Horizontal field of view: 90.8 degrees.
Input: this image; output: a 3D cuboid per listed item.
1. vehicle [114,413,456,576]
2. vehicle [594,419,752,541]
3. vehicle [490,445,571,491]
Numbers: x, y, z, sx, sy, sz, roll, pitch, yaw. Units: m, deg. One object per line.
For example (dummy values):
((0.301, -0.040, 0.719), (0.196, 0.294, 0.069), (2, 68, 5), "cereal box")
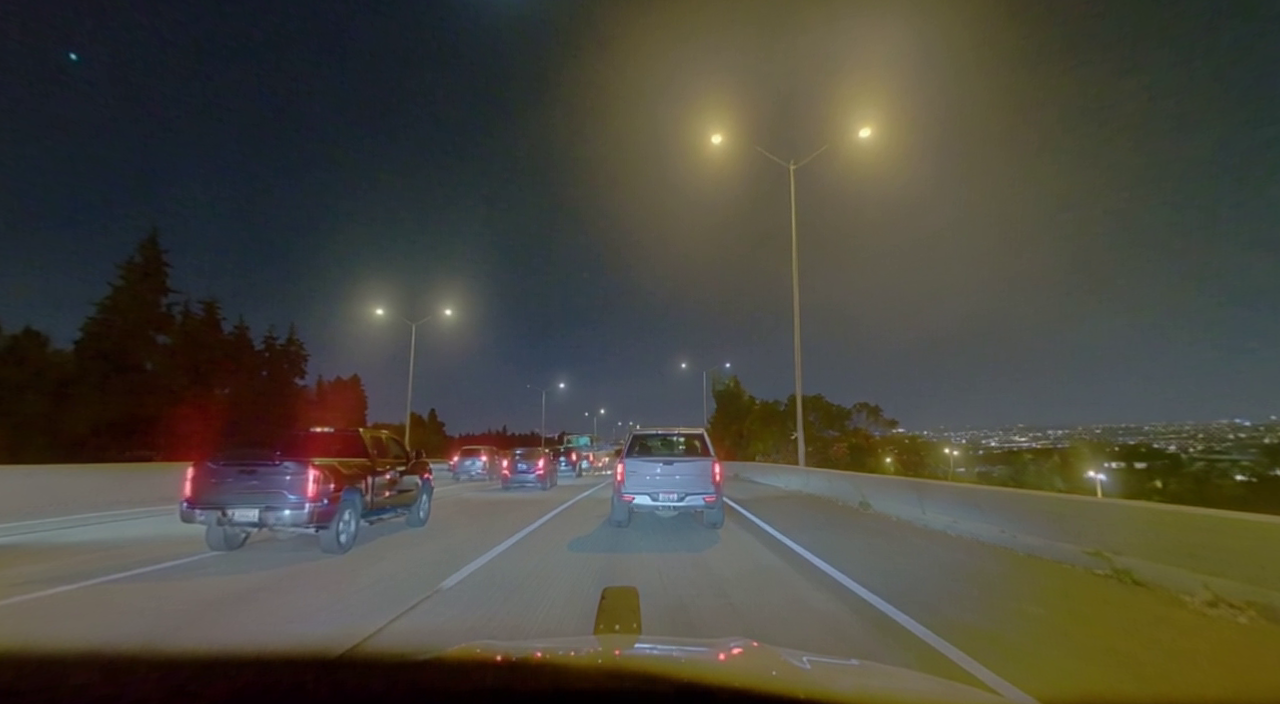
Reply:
((-4.413, 1.834, 8.913), (2.076, 1.688, 4.334), (-1, -9, 4), "vehicle")
((0.513, 2.160, 11.269), (2.235, 1.716, 4.435), (0, -9, 1), "vehicle")
((-3.733, 4.027, 22.305), (1.868, 1.470, 4.105), (-1, -9, 4), "vehicle")
